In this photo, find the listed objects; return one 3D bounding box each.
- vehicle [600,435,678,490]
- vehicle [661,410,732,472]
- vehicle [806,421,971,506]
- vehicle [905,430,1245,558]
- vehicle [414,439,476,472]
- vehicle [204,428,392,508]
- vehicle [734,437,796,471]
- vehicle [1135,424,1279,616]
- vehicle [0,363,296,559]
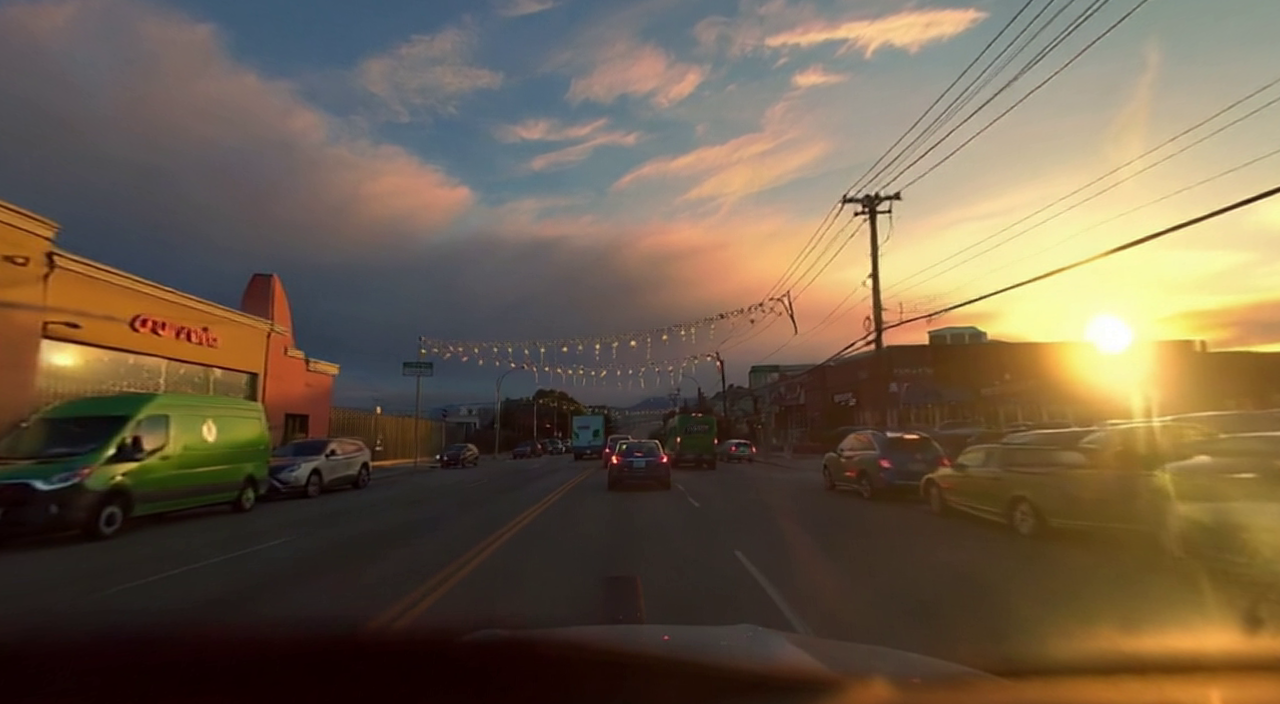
[{"bbox_3d":[-0.088,3.315,19.302,2.112,1.464,4.411,0,-8,-2],"label":"vehicle"},{"bbox_3d":[2.451,4.150,29.498,2.649,2.583,5.800,0,-8,-1],"label":"vehicle"},{"bbox_3d":[5.938,2.734,15.942,2.079,1.788,4.974,0,-8,0],"label":"vehicle"},{"bbox_3d":[6.036,1.991,9.703,1.876,1.471,4.657,0,-8,0],"label":"vehicle"},{"bbox_3d":[-10.071,5.388,32.932,1.962,1.529,4.109,2,-9,-1],"label":"vehicle"},{"bbox_3d":[-9.532,3.275,18.444,2.385,1.915,5.803,0,-8,-2],"label":"vehicle"},{"bbox_3d":[5.696,4.704,29.338,1.824,1.481,4.057,0,-8,-4],"label":"vehicle"},{"bbox_3d":[5.961,1.173,4.045,2.012,1.470,4.394,0,-8,0],"label":"vehicle"},{"bbox_3d":[-9.451,1.936,11.786,2.724,2.739,5.663,0,-8,1],"label":"vehicle"}]
